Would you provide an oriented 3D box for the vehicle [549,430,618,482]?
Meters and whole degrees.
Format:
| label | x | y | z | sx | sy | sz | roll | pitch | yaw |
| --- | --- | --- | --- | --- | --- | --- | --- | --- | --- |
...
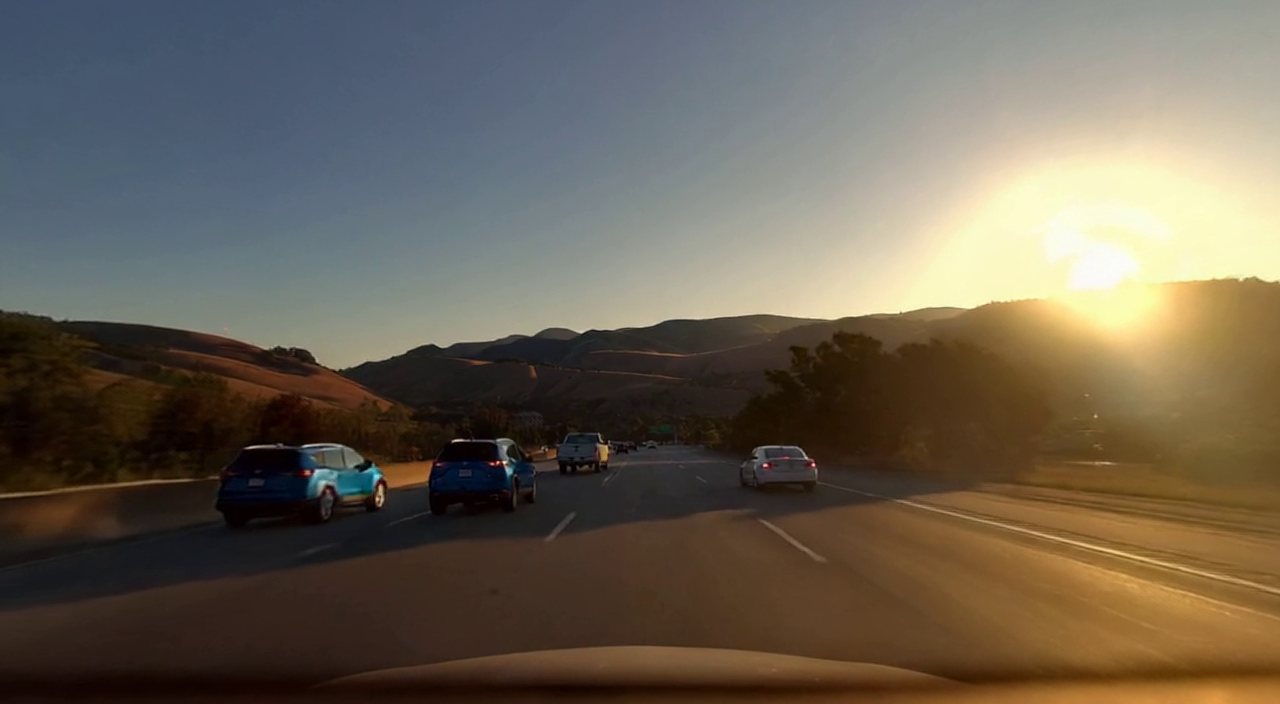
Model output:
| label | x | y | z | sx | sy | sz | roll | pitch | yaw |
| --- | --- | --- | --- | --- | --- | --- | --- | --- | --- |
| vehicle | -2.437 | 4.735 | 29.052 | 2.494 | 2.136 | 5.539 | 0 | -8 | 2 |

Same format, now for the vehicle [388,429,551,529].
| label | x | y | z | sx | sy | sz | roll | pitch | yaw |
| --- | --- | --- | --- | --- | --- | --- | --- | --- | --- |
| vehicle | -3.264 | 2.513 | 13.075 | 2.080 | 1.716 | 4.207 | 0 | -8 | 2 |

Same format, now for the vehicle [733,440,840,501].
| label | x | y | z | sx | sy | sz | roll | pitch | yaw |
| --- | --- | --- | --- | --- | --- | --- | --- | --- | --- |
| vehicle | 4.177 | 3.435 | 18.783 | 2.071 | 1.570 | 4.637 | 0 | -8 | 0 |

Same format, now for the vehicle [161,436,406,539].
| label | x | y | z | sx | sy | sz | roll | pitch | yaw |
| --- | --- | --- | --- | --- | --- | --- | --- | --- | --- |
| vehicle | -6.656 | 2.534 | 12.567 | 2.084 | 1.639 | 4.648 | 0 | -8 | 1 |
